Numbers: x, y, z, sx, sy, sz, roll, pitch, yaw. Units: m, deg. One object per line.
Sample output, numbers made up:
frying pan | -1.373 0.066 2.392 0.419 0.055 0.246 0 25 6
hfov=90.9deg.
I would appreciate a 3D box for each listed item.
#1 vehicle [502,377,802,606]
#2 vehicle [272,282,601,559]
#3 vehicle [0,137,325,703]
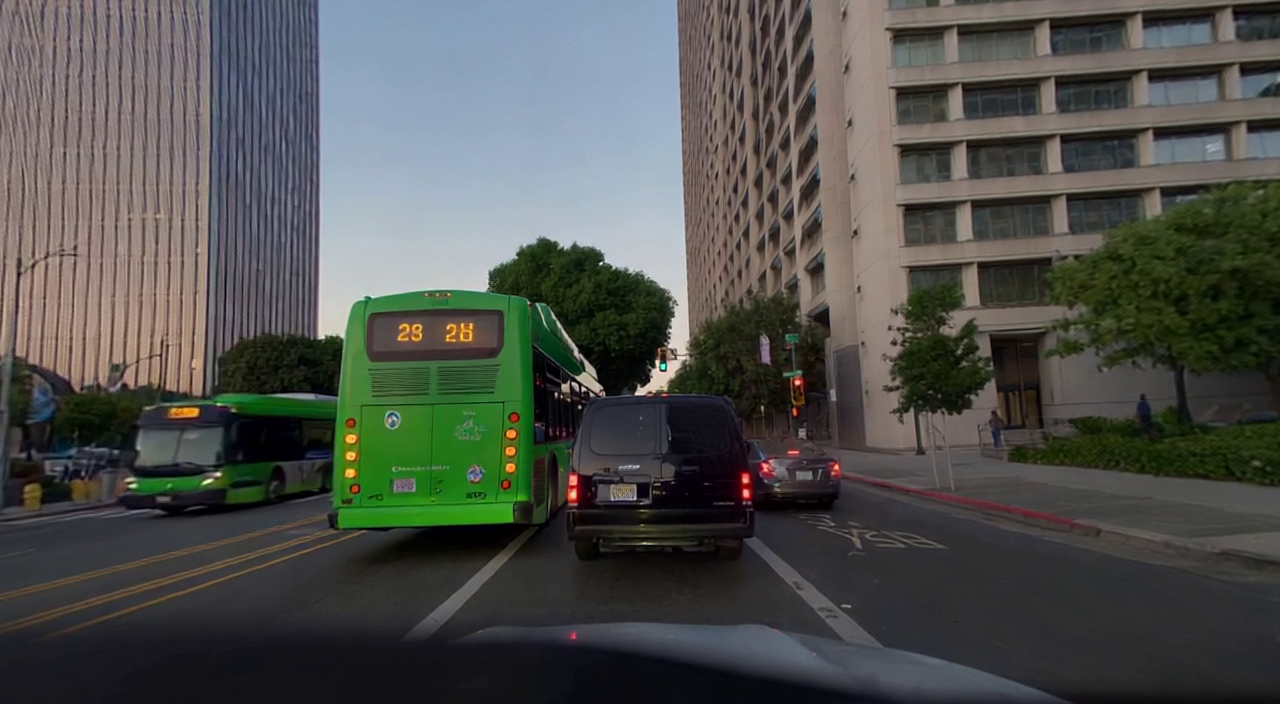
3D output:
vehicle | 0.131 1.501 7.518 2.500 1.912 4.270 0 -9 1
vehicle | -2.898 1.843 14.639 3.042 3.445 13.615 0 -9 0
vehicle | -2.745 0.323 0.201 2.329 2.089 5.659 0 -9 0
